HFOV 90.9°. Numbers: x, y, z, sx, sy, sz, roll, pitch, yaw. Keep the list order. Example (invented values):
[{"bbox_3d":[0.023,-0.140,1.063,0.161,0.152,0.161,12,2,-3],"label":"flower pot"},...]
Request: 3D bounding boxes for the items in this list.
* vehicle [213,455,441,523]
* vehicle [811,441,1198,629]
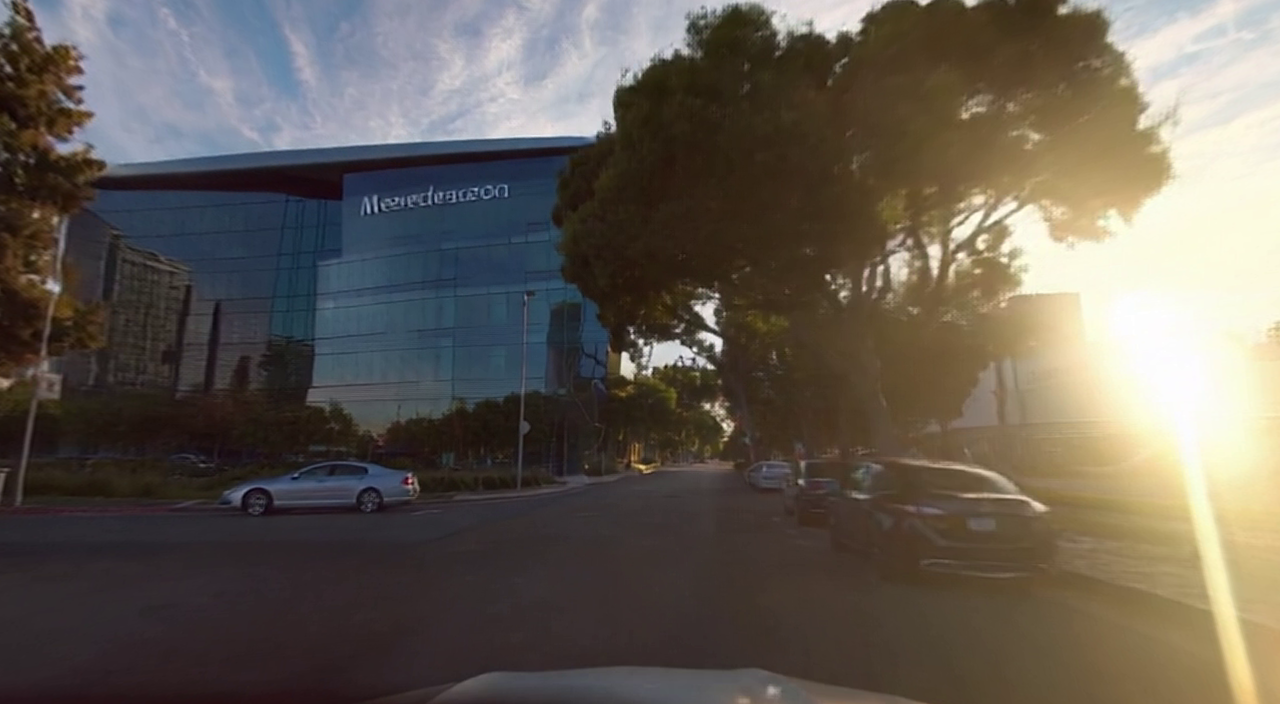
[{"bbox_3d":[-7.716,3.348,15.764,4.770,1.448,1.983,7,-12,-34],"label":"vehicle"},{"bbox_3d":[3.412,1.789,7.002,2.073,1.434,3.899,0,-10,3],"label":"vehicle"}]
